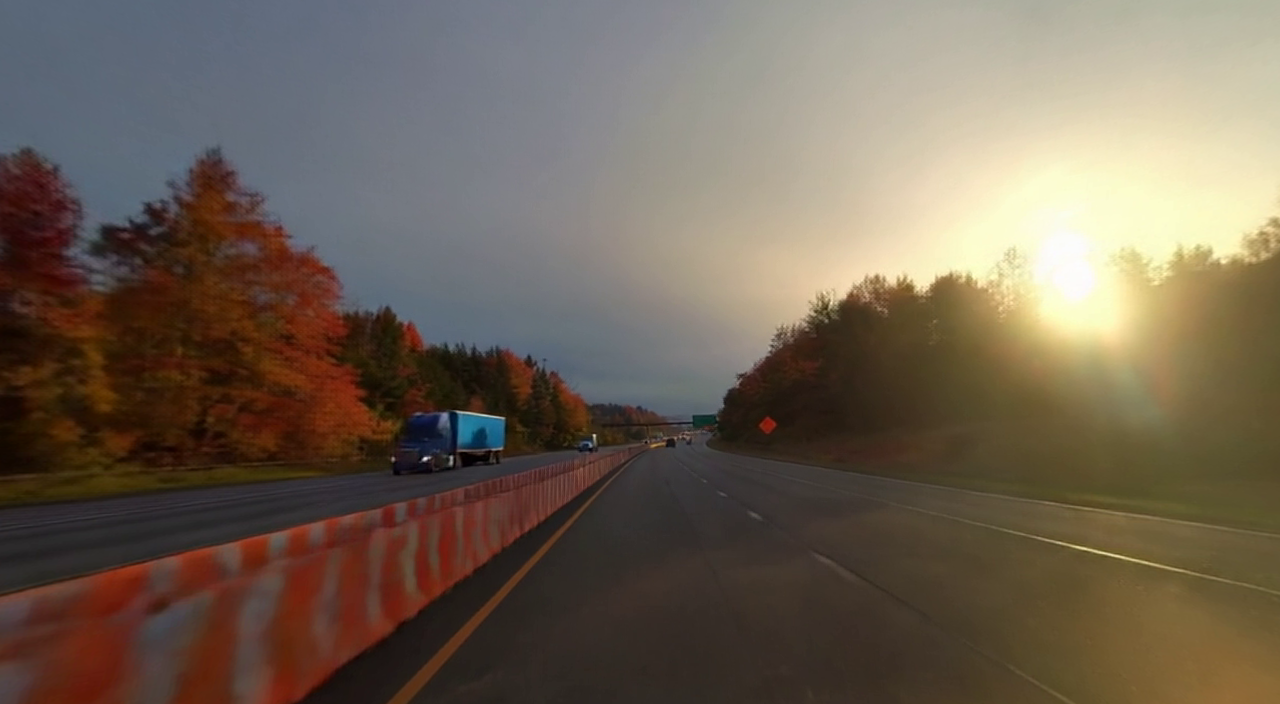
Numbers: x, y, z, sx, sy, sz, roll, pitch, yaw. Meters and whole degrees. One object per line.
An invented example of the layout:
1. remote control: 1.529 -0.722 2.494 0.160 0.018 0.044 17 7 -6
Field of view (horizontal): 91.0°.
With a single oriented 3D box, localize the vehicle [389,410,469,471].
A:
1. vehicle: -14.148 6.039 42.868 3.094 3.803 6.248 -1 -8 1
